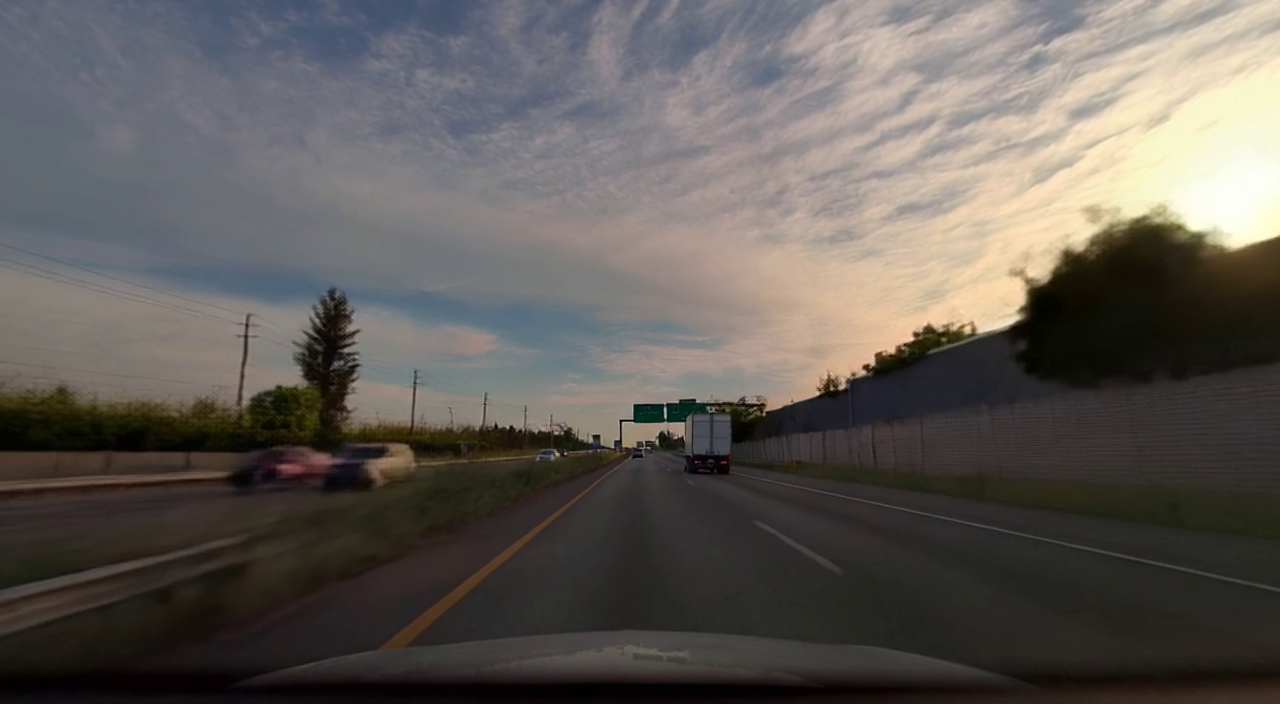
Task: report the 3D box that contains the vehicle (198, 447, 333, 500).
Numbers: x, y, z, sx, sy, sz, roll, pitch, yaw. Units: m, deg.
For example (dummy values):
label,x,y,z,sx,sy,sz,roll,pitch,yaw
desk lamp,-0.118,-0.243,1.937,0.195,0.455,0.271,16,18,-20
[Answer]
label,x,y,z,sx,sy,sz,roll,pitch,yaw
vehicle,-12.461,4.031,21.370,1.909,1.583,4.285,0,-9,0

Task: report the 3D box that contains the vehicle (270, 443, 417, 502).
label,x,y,z,sx,sy,sz,roll,pitch,yaw
vehicle,-8.783,3.590,19.217,2.213,1.567,4.564,0,-9,1

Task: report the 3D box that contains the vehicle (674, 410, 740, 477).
label,x,y,z,sx,sy,sz,roll,pitch,yaw
vehicle,4.455,6.623,45.616,3.038,4.047,13.741,0,-9,-1
